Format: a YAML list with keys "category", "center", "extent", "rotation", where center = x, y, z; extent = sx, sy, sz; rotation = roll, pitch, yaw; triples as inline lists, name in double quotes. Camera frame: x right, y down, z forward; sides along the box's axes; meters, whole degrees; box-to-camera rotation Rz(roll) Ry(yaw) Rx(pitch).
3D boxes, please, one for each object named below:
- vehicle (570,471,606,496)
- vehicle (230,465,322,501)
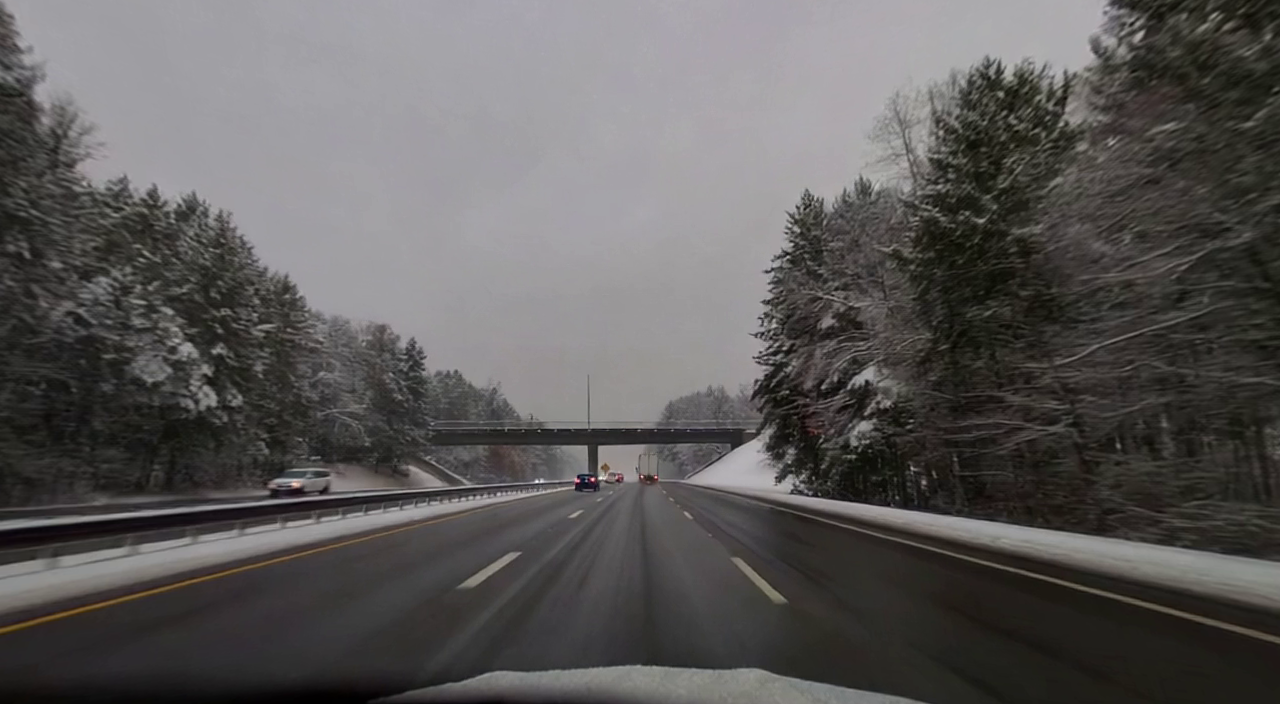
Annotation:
- category: "vehicle"
  center: [-3.406, 8.757, 42.175]
  extent: [1.976, 1.514, 3.917]
  rotation: [1, -11, 1]
- category: "vehicle"
  center: [-20.311, 7.325, 35.495]
  extent: [2.022, 1.820, 5.060]
  rotation: [1, -11, 1]
